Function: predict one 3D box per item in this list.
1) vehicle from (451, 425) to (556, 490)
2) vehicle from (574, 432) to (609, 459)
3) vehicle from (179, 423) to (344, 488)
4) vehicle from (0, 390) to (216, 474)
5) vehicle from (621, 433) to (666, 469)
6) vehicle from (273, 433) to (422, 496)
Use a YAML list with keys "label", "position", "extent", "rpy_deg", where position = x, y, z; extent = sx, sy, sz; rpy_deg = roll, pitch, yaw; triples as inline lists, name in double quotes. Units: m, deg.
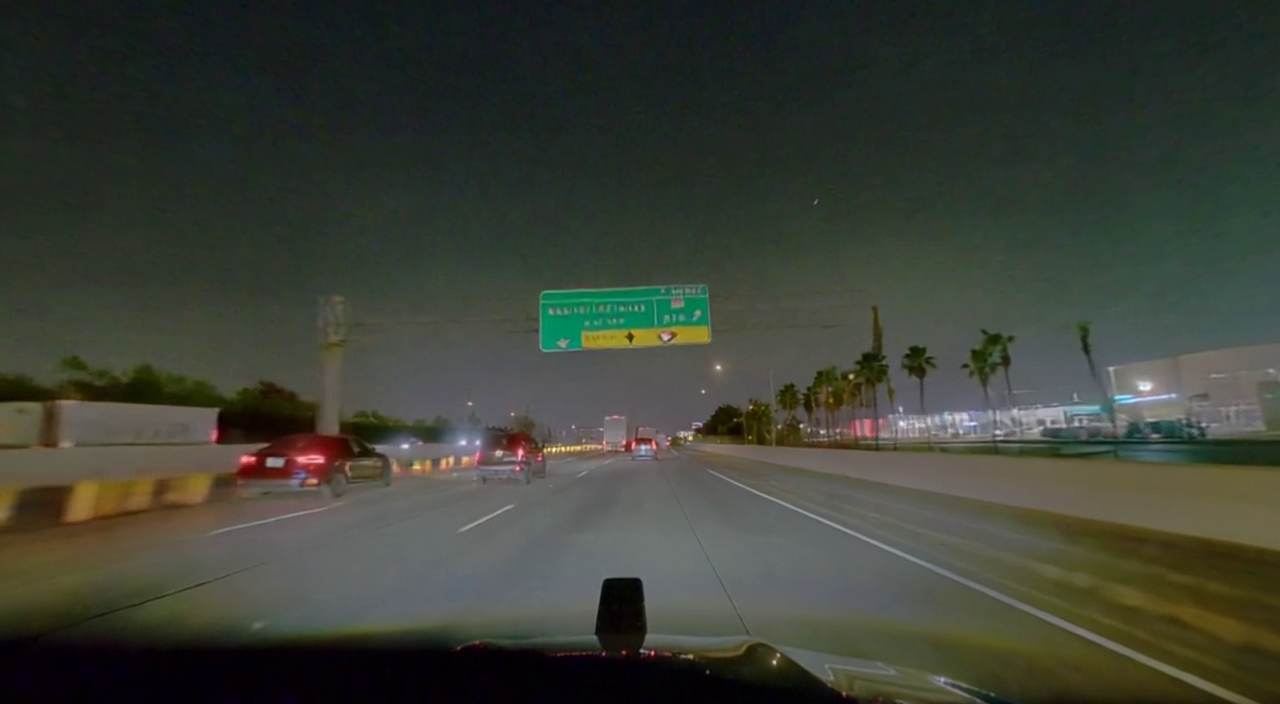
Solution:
- label: "vehicle"
  position: [-4.017, 3.186, 19.444]
  extent: [2.108, 1.740, 4.549]
  rpy_deg: [0, -8, 1]
- label: "vehicle"
  position: [-3.636, 7.149, 48.453]
  extent: [2.203, 1.958, 4.848]
  rpy_deg: [0, -8, 1]
- label: "vehicle"
  position: [-11.847, 3.272, 20.319]
  extent: [2.077, 1.829, 5.101]
  rpy_deg: [0, -8, 1]
- label: "vehicle"
  position: [-26.786, 4.014, 31.217]
  extent: [3.047, 3.360, 11.583]
  rpy_deg: [-1, -8, 3]
- label: "vehicle"
  position: [0.207, 5.031, 32.228]
  extent: [2.136, 1.678, 4.052]
  rpy_deg: [0, -8, 1]
- label: "vehicle"
  position: [-7.800, 3.020, 17.394]
  extent: [1.949, 1.476, 4.410]
  rpy_deg: [0, -8, 1]
